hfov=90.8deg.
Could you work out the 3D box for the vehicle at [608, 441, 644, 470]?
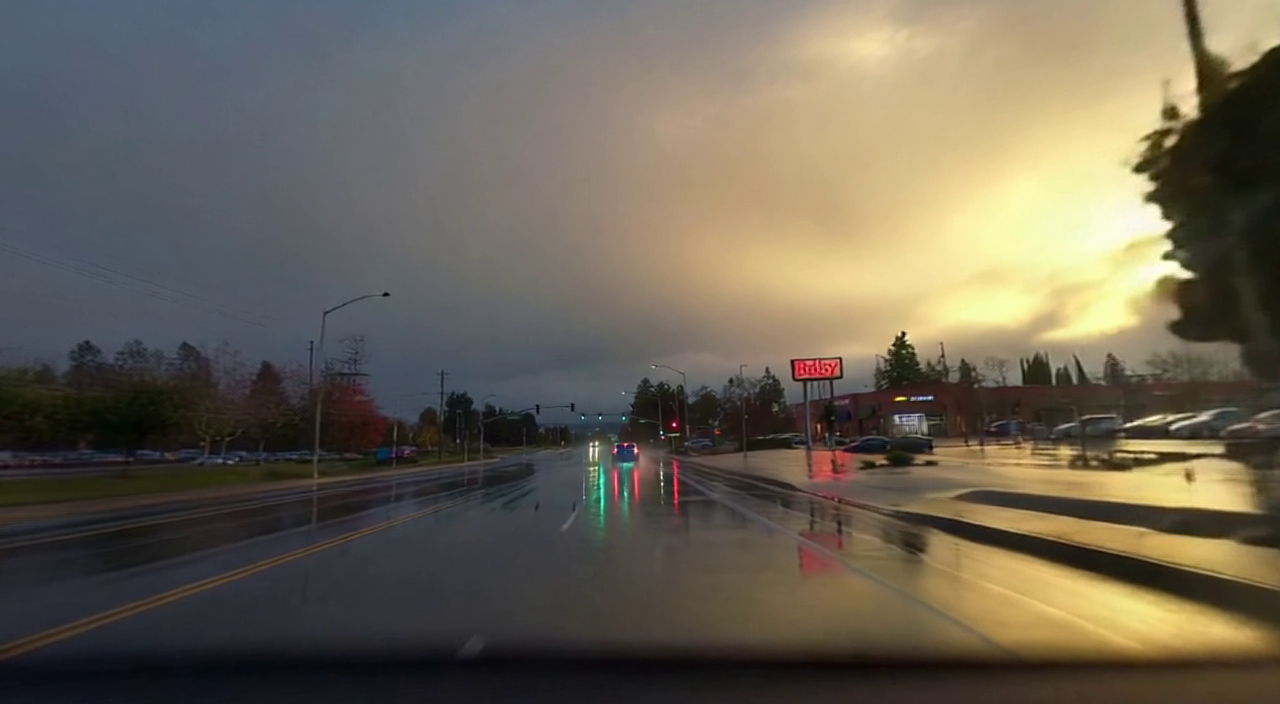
[{"bbox_3d":[-0.846,6.297,38.532,2.024,1.628,4.774,0,-9,-1],"label":"vehicle"}]
